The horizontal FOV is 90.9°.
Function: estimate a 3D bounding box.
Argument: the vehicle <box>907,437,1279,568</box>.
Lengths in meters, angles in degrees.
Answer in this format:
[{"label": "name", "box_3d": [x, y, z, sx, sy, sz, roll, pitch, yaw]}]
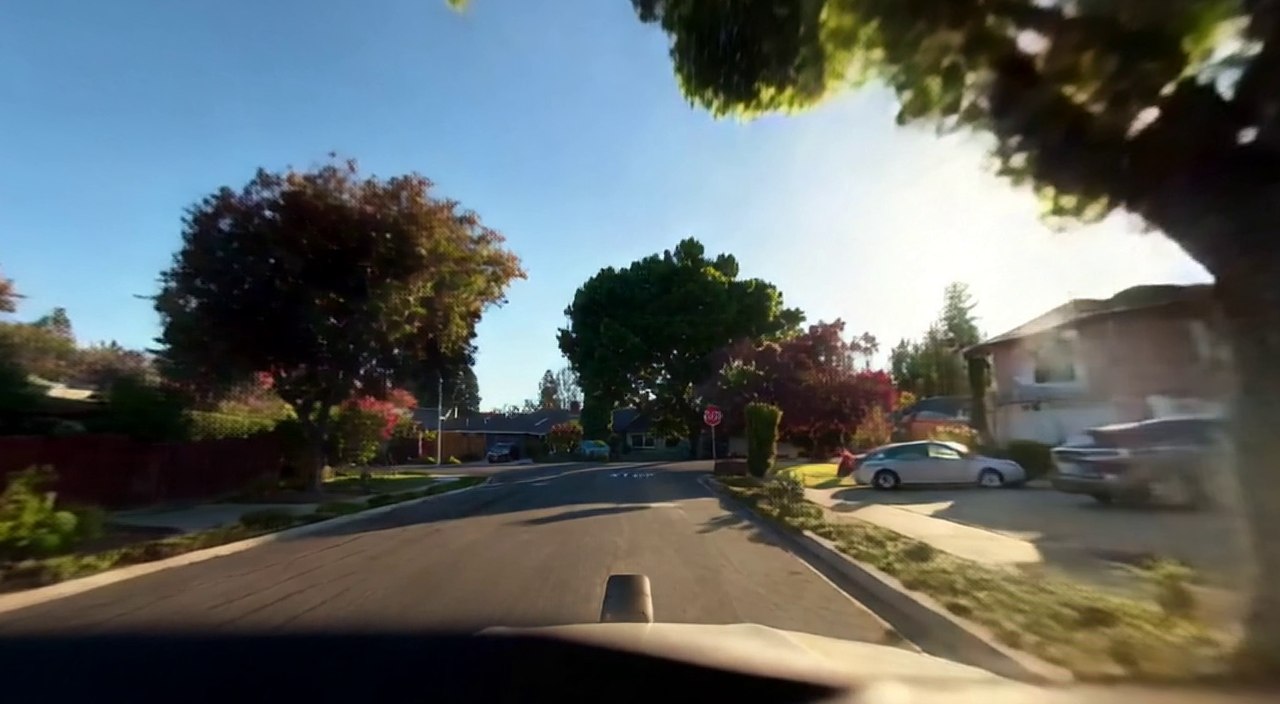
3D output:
[{"label": "vehicle", "box_3d": [5.859, 1.782, 7.834, 4.229, 1.402, 1.811, 0, -9, 2]}]
